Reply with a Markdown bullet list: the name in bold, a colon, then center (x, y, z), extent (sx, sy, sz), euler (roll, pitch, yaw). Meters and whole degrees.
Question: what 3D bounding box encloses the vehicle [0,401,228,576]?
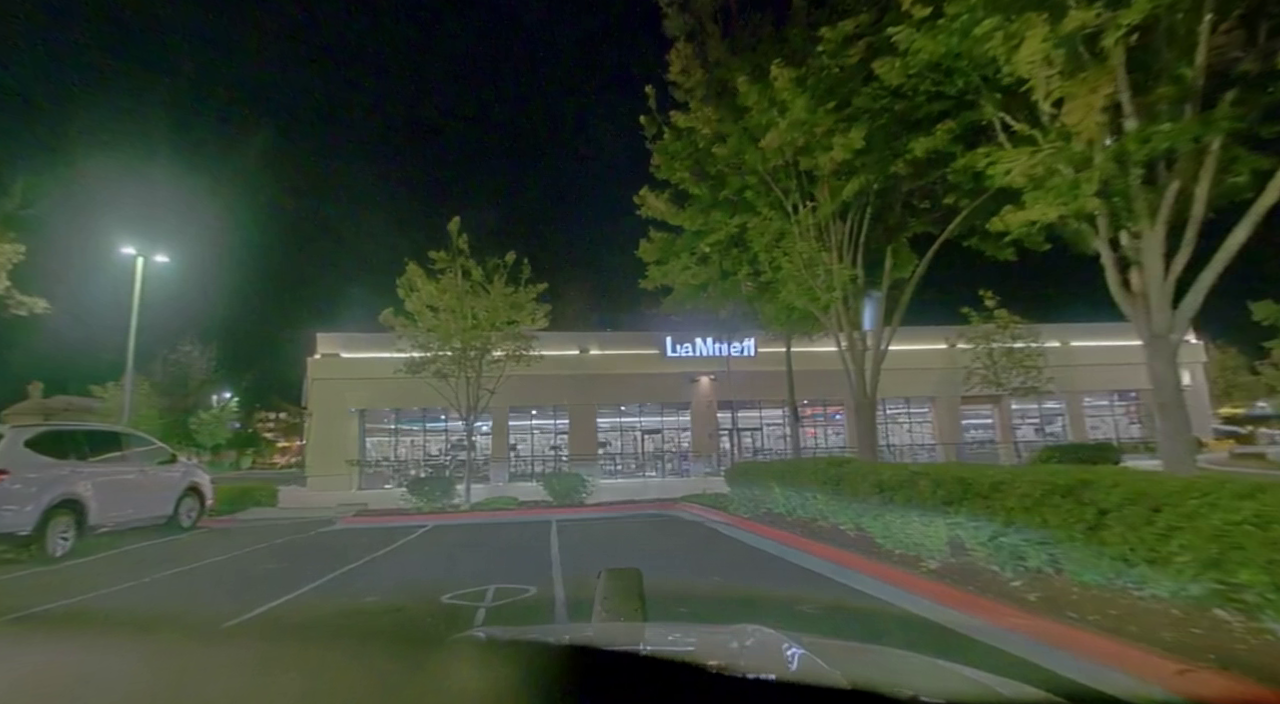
- **vehicle**: center (-9.556, 2.146, 10.720), extent (2.200, 2.257, 5.237), euler (1, -9, -9)
